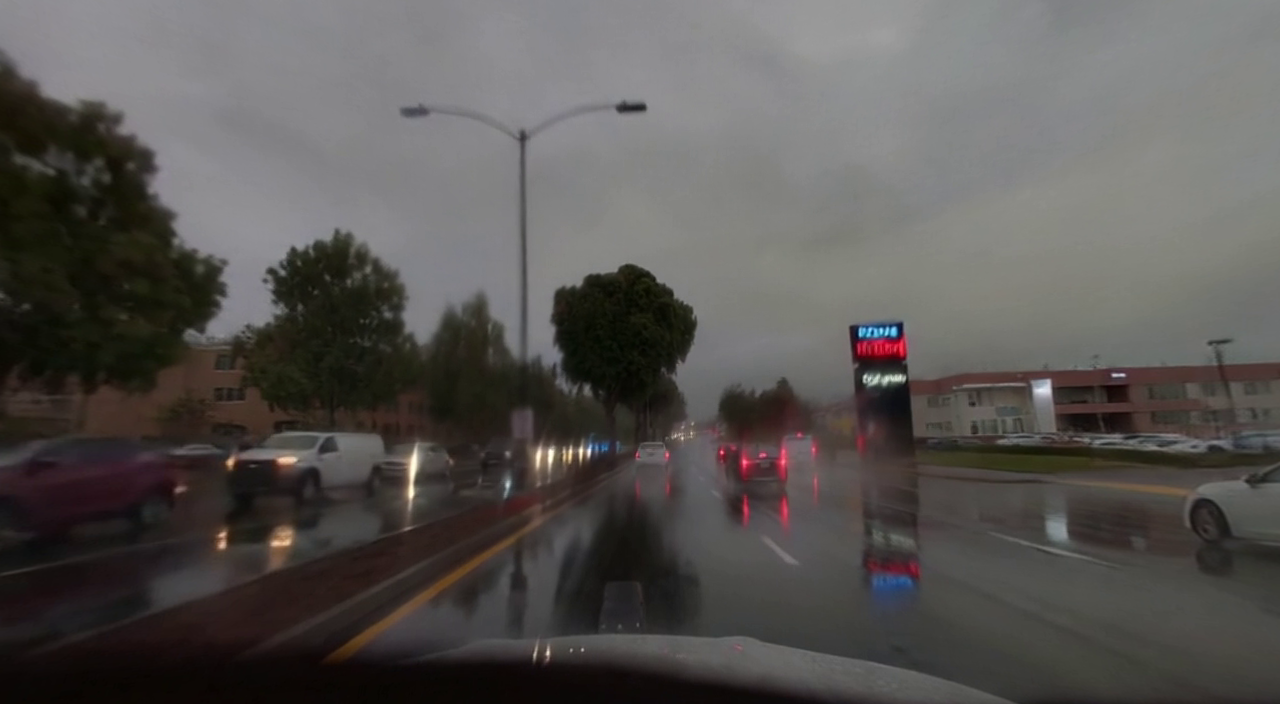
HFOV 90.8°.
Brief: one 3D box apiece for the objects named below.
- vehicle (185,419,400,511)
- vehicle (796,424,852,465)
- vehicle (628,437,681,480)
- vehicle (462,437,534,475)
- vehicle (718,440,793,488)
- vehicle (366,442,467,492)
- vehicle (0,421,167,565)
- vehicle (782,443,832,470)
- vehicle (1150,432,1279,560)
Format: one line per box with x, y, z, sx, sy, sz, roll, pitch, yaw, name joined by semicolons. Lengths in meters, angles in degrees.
-8.547;2.842;16.381;2.460;1.970;5.271;0;-9;1;vehicle
13.837;7.038;47.974;2.790;2.897;6.326;-1;-9;5;vehicle
0.660;4.596;27.465;2.101;1.694;3.979;-1;-9;2;vehicle
-7.485;5.556;33.924;2.218;1.819;5.732;-1;-9;3;vehicle
3.852;3.809;21.753;1.852;1.498;3.825;0;-9;0;vehicle
-8.282;4.257;23.983;1.920;1.590;5.041;-3;-8;1;vehicle
-8.775;1.719;7.700;2.183;1.706;4.862;0;-9;1;vehicle
9.744;6.126;37.250;1.860;1.475;4.488;-1;-9;2;vehicle
8.289;1.566;6.693;1.909;1.456;4.569;0;-9;0;vehicle
